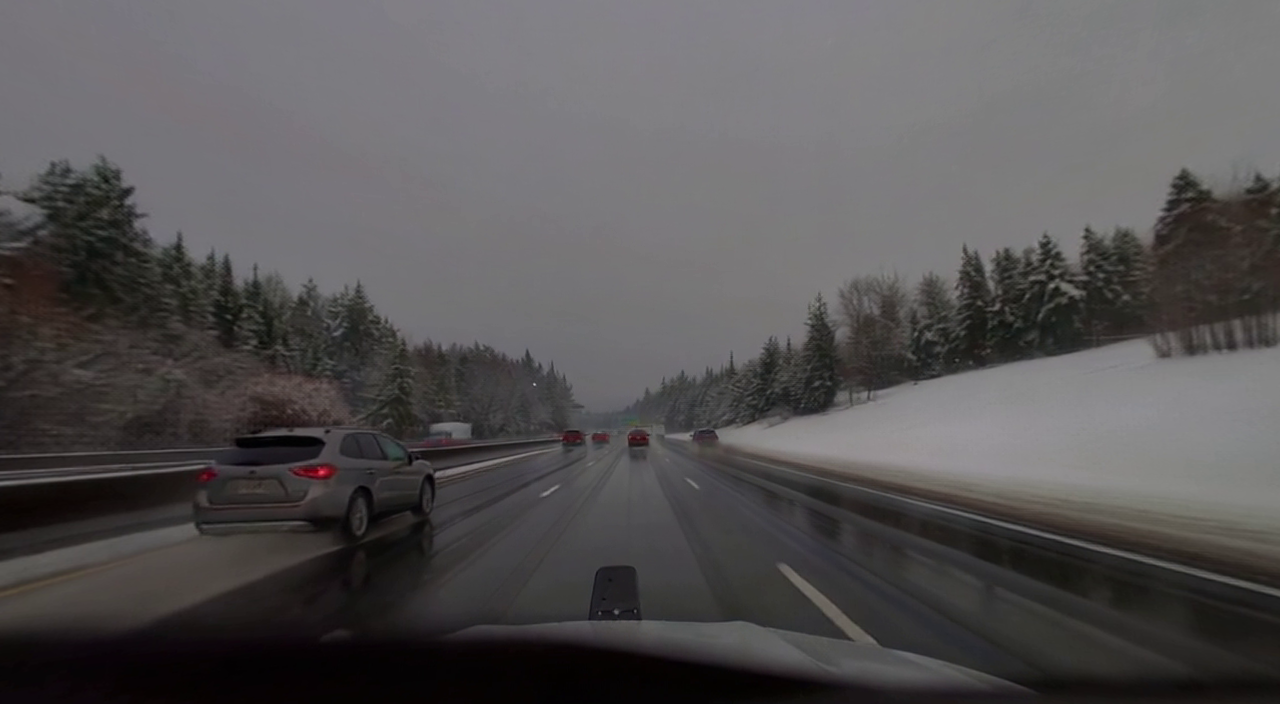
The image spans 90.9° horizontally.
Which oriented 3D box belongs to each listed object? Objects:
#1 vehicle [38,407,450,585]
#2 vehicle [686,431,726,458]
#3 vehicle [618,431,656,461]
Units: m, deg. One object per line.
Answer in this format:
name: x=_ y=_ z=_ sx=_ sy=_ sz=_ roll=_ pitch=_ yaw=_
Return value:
vehicle: x=-4.122 y=1.551 z=7.846 sx=2.023 sy=1.512 sz=4.804 roll=0 pitch=-8 yaw=0
vehicle: x=3.850 y=5.443 z=37.229 sx=1.841 sy=1.491 sz=3.869 roll=0 pitch=-8 yaw=-2
vehicle: x=-0.158 y=4.863 z=32.879 sx=1.869 sy=1.466 sz=3.356 roll=0 pitch=-8 yaw=0
